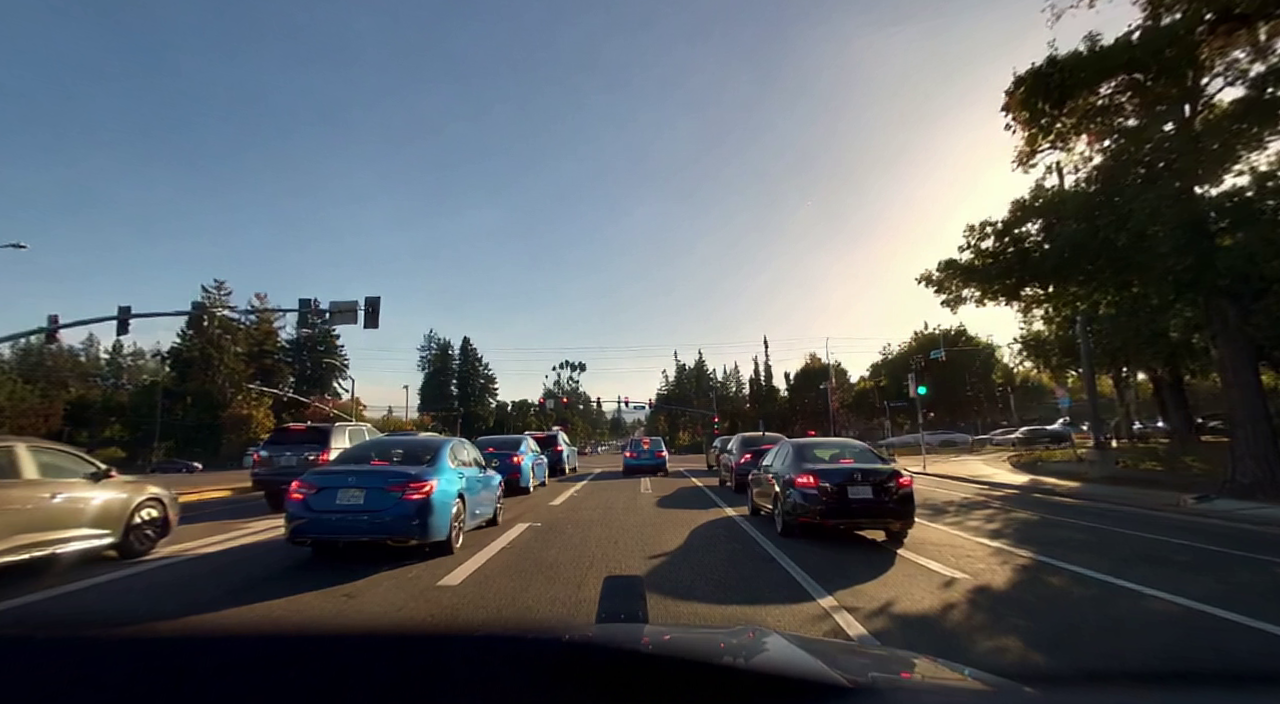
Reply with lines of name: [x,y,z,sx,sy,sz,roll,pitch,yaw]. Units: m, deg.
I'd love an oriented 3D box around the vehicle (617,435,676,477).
vehicle: [0.200,4.034,24.701,2.114,1.482,4.056,0,-9,-1]

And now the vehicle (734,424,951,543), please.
vehicle: [2.860,1.985,10.181,2.002,1.474,4.528,0,-9,0]

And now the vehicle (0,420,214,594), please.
vehicle: [-6.565,1.393,5.810,2.066,1.482,4.547,0,-9,1]

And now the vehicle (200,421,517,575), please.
vehicle: [-3.188,1.767,8.457,2.139,1.478,4.510,0,-9,0]

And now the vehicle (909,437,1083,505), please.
vehicle: [8.933,3.005,16.457,2.004,1.499,4.679,0,-9,3]
